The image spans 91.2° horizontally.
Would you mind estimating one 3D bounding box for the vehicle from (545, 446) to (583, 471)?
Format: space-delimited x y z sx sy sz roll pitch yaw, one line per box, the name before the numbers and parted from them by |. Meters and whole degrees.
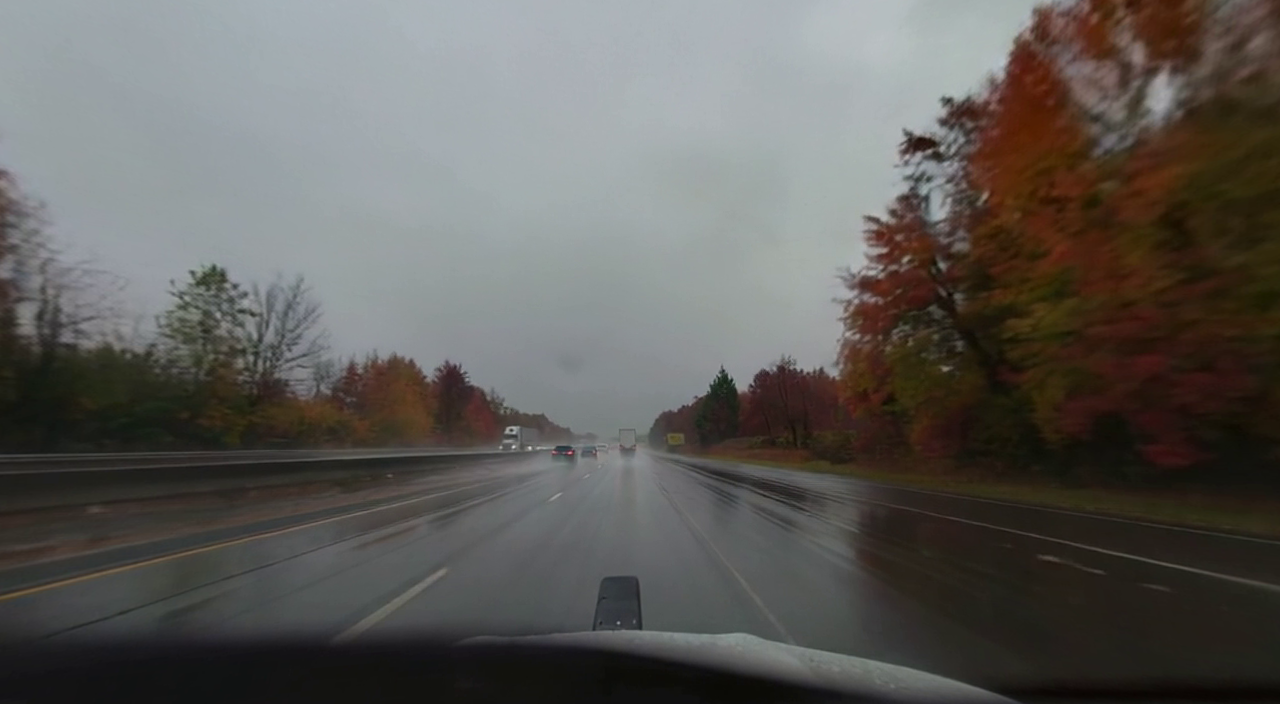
vehicle | -4.662 6.619 39.082 1.963 1.475 3.665 0 -9 -1
